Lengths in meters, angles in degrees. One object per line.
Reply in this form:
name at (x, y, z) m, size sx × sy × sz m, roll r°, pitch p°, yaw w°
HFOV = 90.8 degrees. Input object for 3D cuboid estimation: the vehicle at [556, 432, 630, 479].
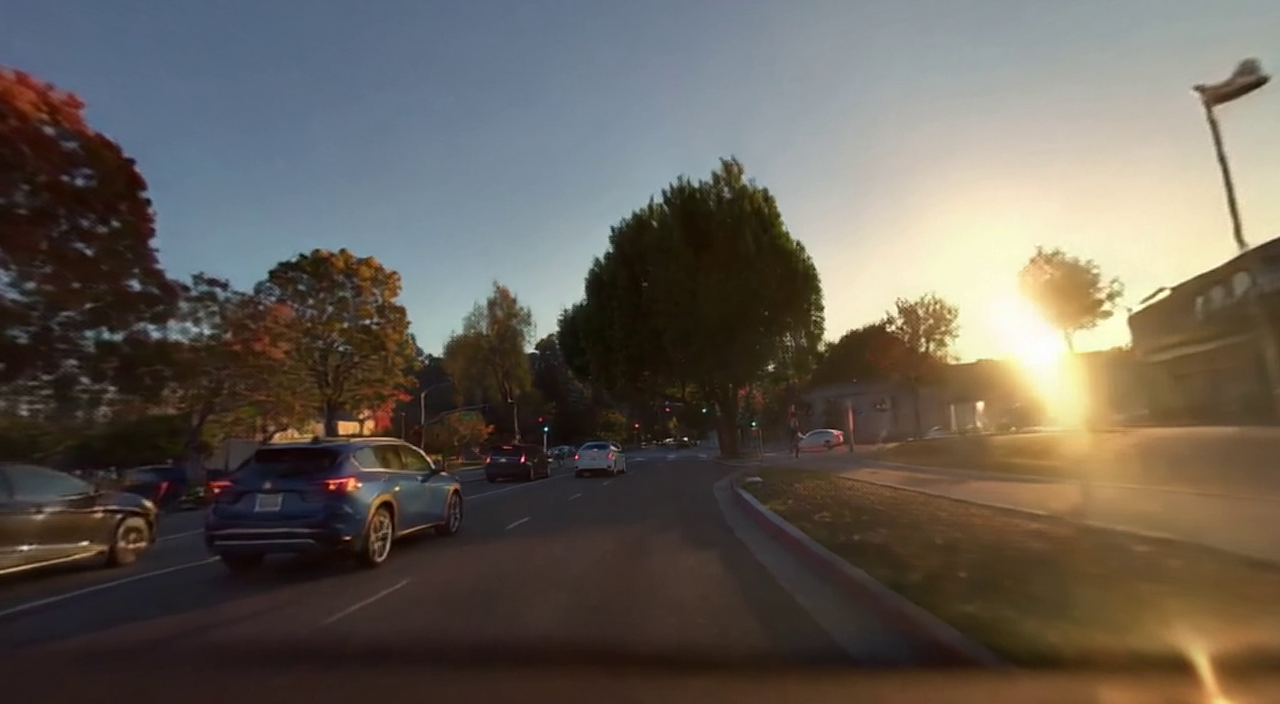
vehicle at (-1.921, 4.470, 27.427) m, size 2.167 × 1.832 × 4.679 m, roll -2°, pitch -9°, yaw 9°

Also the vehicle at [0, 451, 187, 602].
vehicle at (-7.705, 1.958, 7.258) m, size 1.974 × 1.558 × 3.949 m, roll -2°, pitch -9°, yaw 2°

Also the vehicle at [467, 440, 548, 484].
vehicle at (-5.827, 4.914, 28.459) m, size 2.160 × 1.779 × 4.549 m, roll -2°, pitch -9°, yaw 8°

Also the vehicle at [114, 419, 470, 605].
vehicle at (-3.822, 1.787, 8.006) m, size 2.002 × 1.664 × 4.113 m, roll -2°, pitch -8°, yaw 3°
